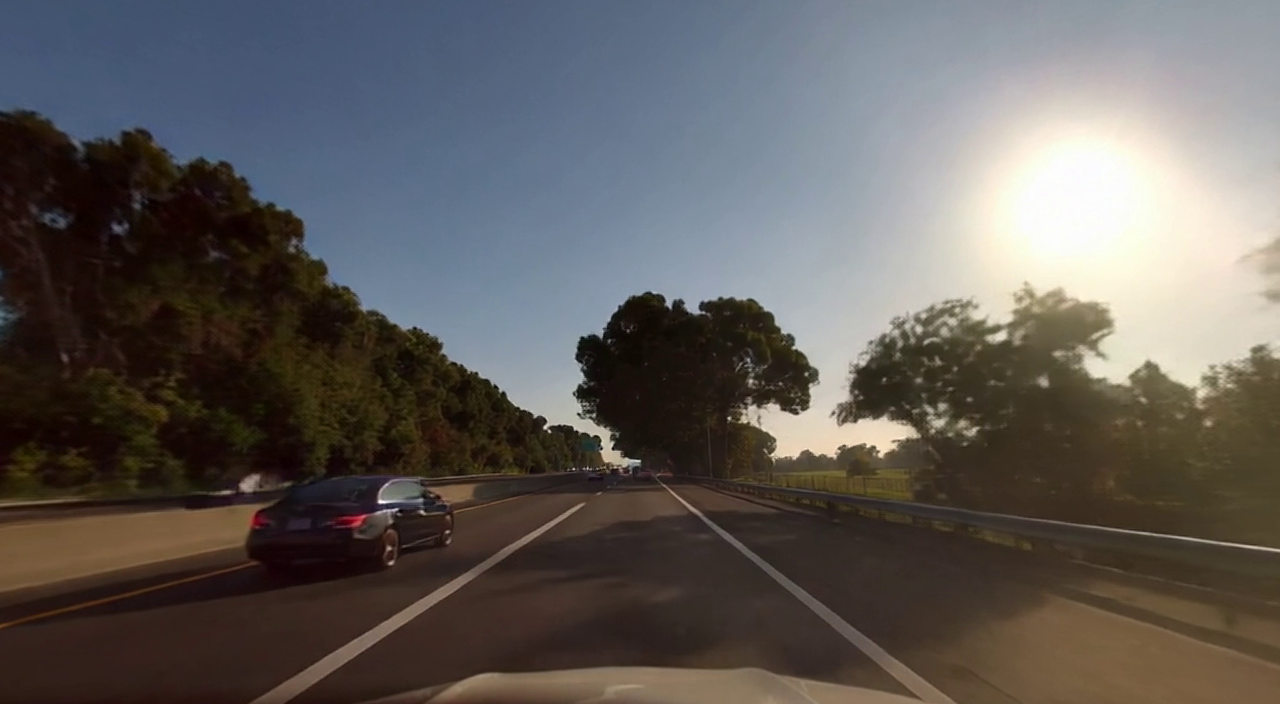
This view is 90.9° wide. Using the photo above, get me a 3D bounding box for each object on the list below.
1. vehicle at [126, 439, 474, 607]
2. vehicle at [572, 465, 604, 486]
[{"bbox_3d":[-3.758,2.009,8.113,2.047,1.523,4.279,1,-11,0],"label":"vehicle"},{"bbox_3d":[-4.044,9.717,49.646,2.109,1.532,4.234,1,-11,0],"label":"vehicle"}]
